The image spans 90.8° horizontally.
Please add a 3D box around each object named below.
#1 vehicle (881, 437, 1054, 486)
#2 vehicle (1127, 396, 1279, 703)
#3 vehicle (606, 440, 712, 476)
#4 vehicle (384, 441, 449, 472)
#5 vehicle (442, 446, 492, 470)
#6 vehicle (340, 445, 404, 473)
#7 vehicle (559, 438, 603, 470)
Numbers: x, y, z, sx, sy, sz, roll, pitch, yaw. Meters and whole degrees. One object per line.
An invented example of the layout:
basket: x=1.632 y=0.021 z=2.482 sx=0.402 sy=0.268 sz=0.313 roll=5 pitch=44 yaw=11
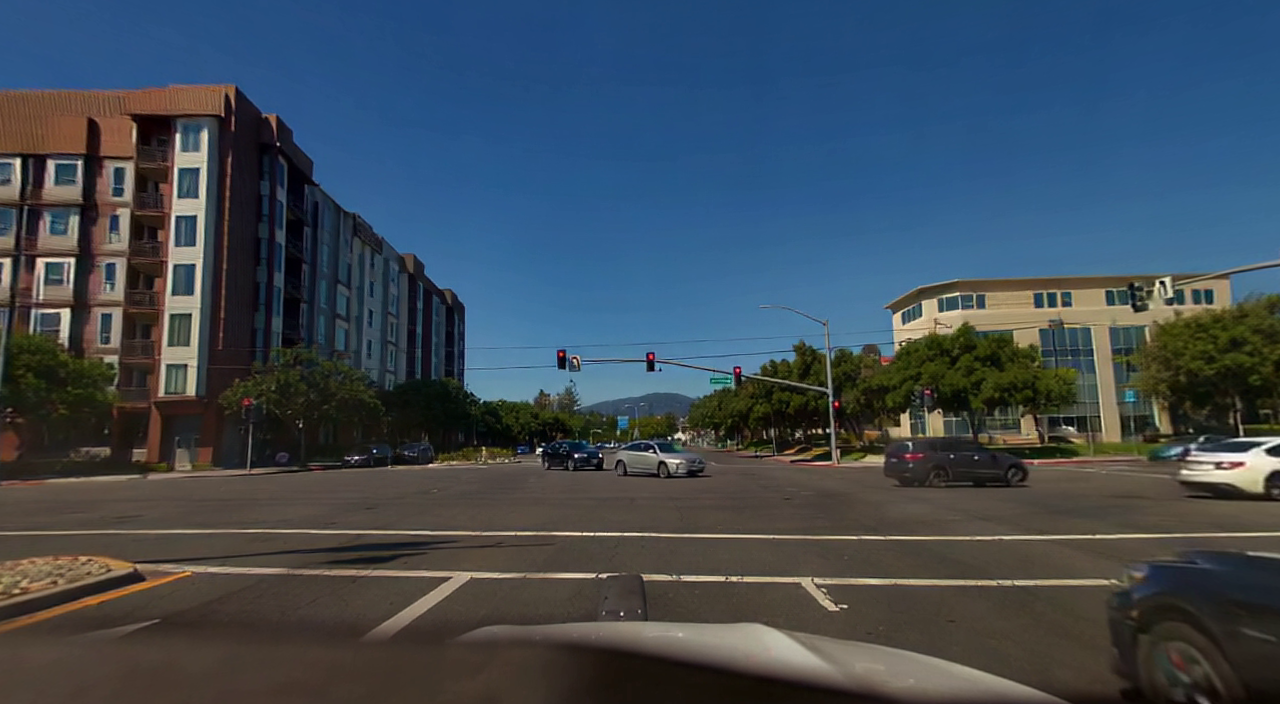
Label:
vehicle: x=10.431 y=3.538 z=20.580 sx=4.637 sy=1.461 sz=2.109 roll=-3 pitch=-9 yaw=18
vehicle: x=3.254 y=0.604 z=0.260 sx=2.106 sy=1.472 sz=4.900 roll=0 pitch=-9 yaw=-2
vehicle: x=0.706 y=4.615 z=27.744 sx=2.115 sy=1.445 sz=4.864 roll=6 pitch=-11 yaw=-36
vehicle: x=-15.130 y=7.107 z=43.136 sx=2.340 sy=1.946 sz=5.450 roll=-1 pitch=-9 yaw=1
vehicle: x=-11.636 y=7.143 z=42.791 sx=2.003 sy=1.476 sz=4.297 roll=-1 pitch=-9 yaw=2
vehicle: x=-18.543 y=7.403 z=44.027 sx=2.237 sy=1.842 sz=5.116 roll=0 pitch=-9 yaw=0
vehicle: x=-3.361 y=5.685 z=35.335 sx=1.950 sy=1.629 sz=4.385 roll=2 pitch=-9 yaw=-12
